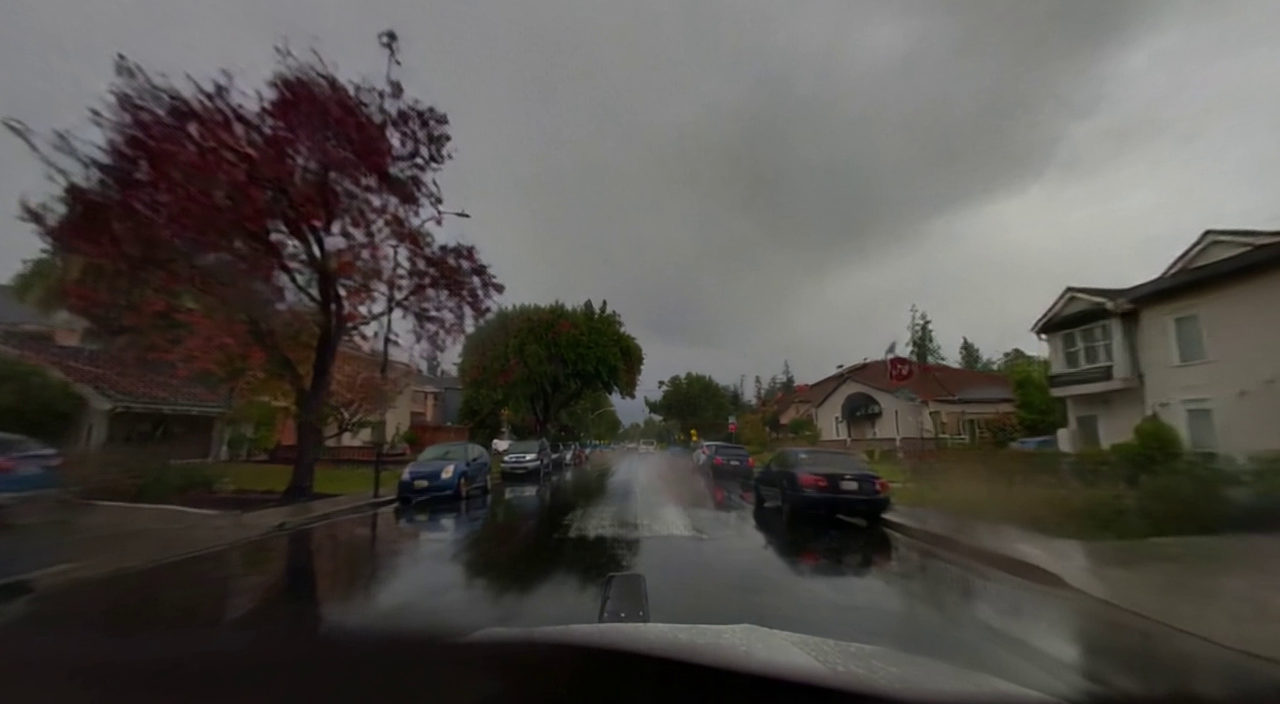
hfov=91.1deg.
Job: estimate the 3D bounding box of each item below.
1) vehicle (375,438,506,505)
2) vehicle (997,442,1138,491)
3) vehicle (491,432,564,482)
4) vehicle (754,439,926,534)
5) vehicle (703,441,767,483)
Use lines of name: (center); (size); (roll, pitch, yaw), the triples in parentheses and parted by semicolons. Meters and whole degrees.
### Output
vehicle: (-5.214, 3.156, 17.167); (1.872, 1.515, 4.535); (1, -8, 3)
vehicle: (14.661, 3.915, 21.576); (3.992, 1.517, 1.764); (4, -9, -15)
vehicle: (-4.710, 4.481, 27.130); (2.162, 1.857, 4.758); (2, -8, 1)
vehicle: (3.629, 2.499, 12.389); (1.871, 1.514, 4.553); (0, -8, 0)
vehicle: (3.744, 4.412, 25.471); (1.987, 1.518, 4.686); (0, -8, 2)
